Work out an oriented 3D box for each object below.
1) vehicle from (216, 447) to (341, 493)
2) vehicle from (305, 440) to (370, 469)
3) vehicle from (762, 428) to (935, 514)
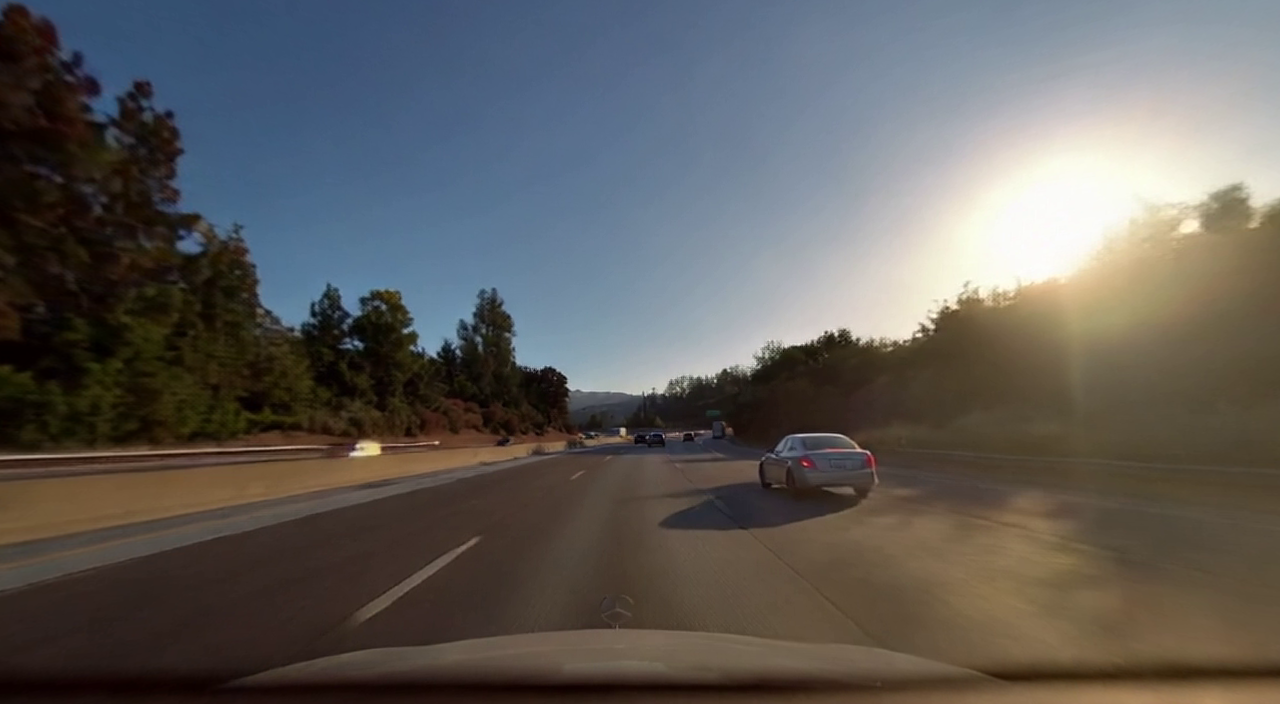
[{"bbox_3d":[-12.385,4.022,21.850,2.066,1.396,3.813,0,-8,0],"label":"vehicle"},{"bbox_3d":[-16.312,5.517,34.078,1.643,1.413,3.777,0,-8,0],"label":"vehicle"},{"bbox_3d":[3.990,2.323,12.951,1.982,1.452,4.294,0,-8,-2],"label":"vehicle"}]
